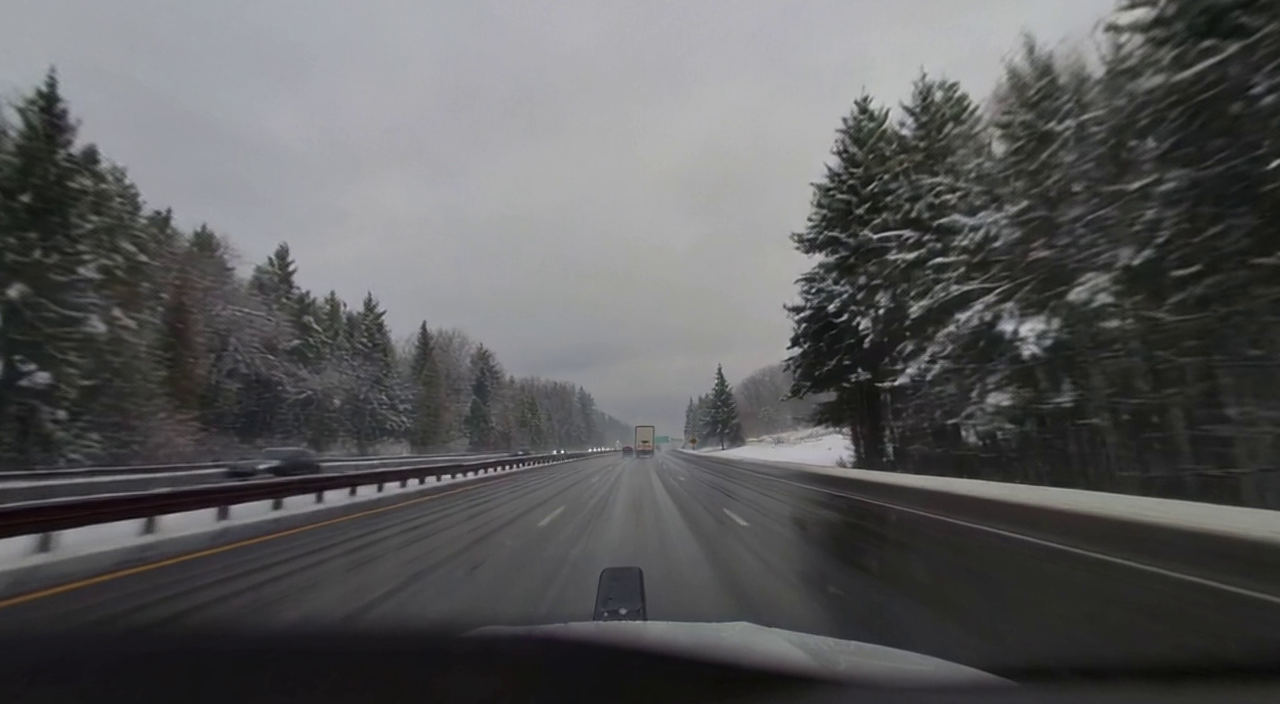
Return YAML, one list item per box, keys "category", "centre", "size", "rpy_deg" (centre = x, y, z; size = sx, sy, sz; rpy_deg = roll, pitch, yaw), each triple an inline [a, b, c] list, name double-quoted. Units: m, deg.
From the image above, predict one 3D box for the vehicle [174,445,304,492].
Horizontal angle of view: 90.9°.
- category: "vehicle"
  centre: [-15.352, 4.455, 24.468]
  size: [2.083, 1.635, 4.412]
  rpy_deg: [0, -9, 0]
